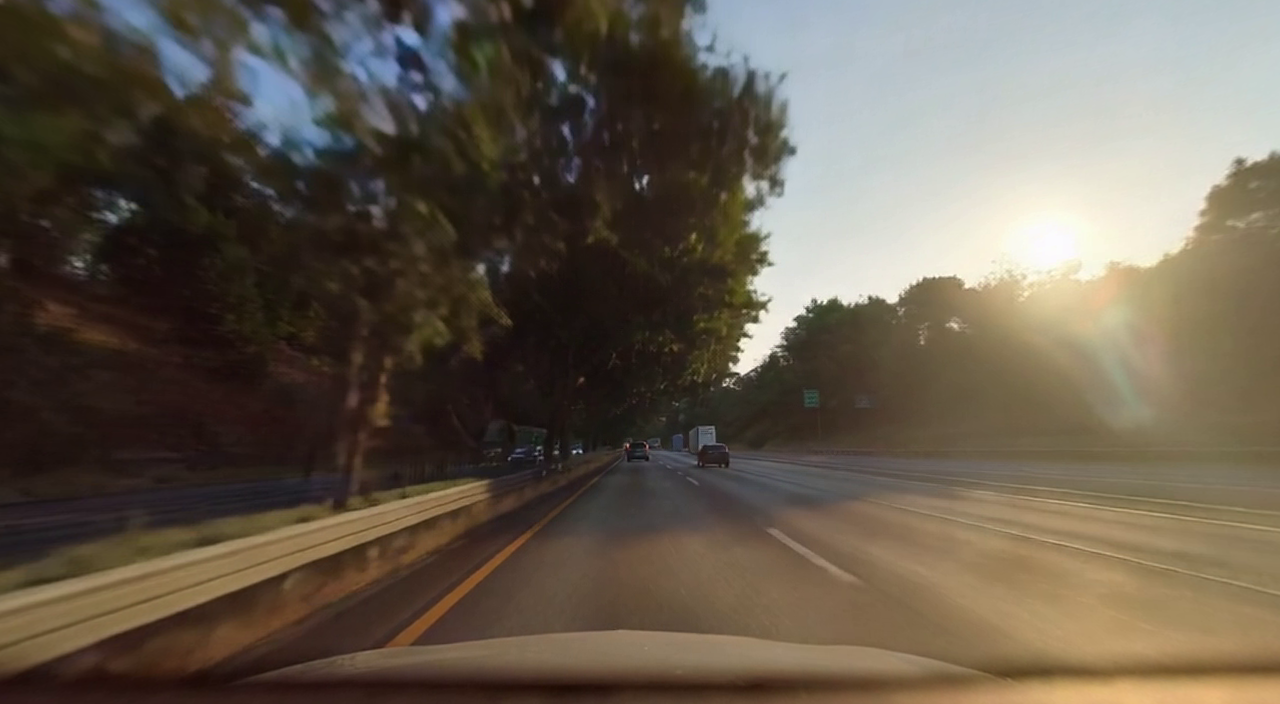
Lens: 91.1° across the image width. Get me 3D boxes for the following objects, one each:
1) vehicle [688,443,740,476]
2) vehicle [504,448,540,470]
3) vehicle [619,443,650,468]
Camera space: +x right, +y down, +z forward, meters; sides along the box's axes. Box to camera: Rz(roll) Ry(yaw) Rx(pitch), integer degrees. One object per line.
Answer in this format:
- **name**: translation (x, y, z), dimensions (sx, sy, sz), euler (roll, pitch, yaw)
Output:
- **vehicle**: translation (3.681, 5.466, 32.045), dimensions (2.025, 1.534, 4.179), euler (0, -9, -1)
- **vehicle**: translation (-8.998, 8.185, 48.294), dimensions (1.945, 1.578, 4.576), euler (0, -9, 0)
- **vehicle**: translation (-0.383, 7.381, 44.948), dimensions (2.114, 1.706, 4.106), euler (0, -9, -1)
